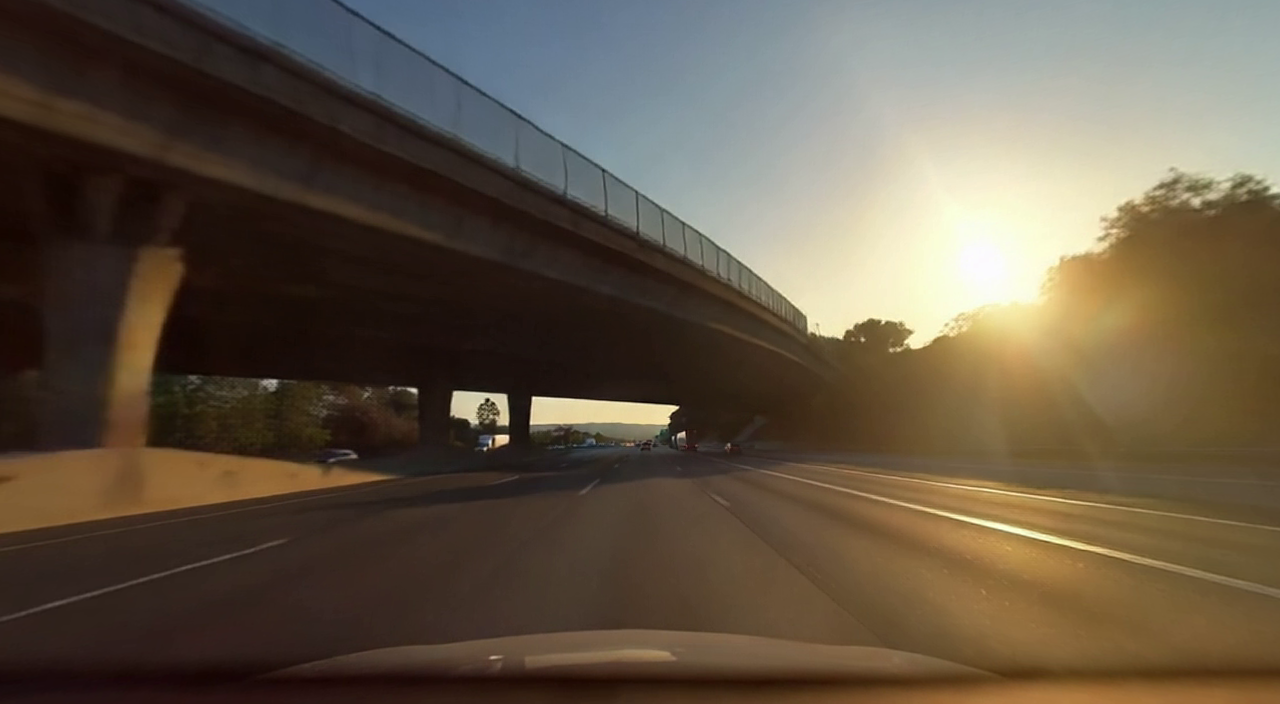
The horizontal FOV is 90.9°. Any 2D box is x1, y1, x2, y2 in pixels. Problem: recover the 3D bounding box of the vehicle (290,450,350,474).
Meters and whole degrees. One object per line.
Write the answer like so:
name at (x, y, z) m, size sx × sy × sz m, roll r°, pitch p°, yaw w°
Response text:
vehicle at (-24.273, 8.314, 48.012) m, size 1.960 × 1.684 × 4.780 m, roll 0°, pitch -8°, yaw 1°
